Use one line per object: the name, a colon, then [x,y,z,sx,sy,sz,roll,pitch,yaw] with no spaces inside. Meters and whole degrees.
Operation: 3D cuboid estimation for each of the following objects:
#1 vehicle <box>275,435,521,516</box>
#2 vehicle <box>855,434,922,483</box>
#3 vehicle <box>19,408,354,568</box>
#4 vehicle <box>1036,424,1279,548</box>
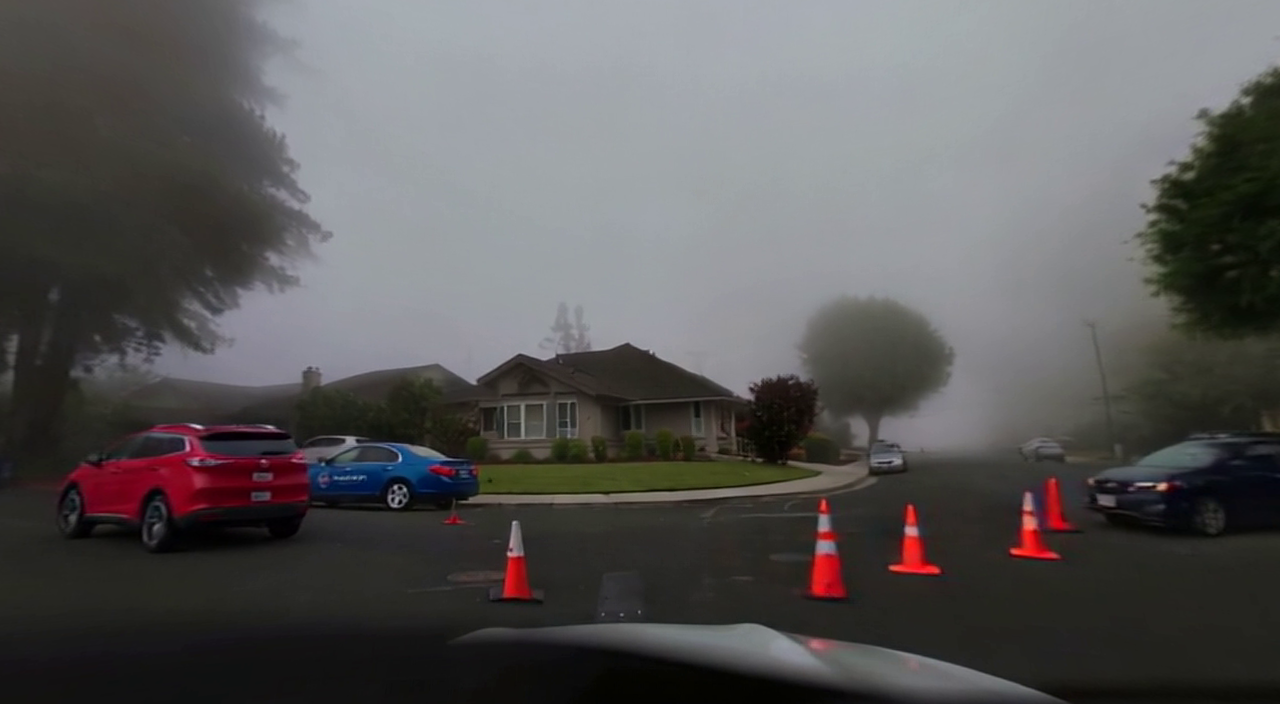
vehicle: [-5.338,2.651,14.036,4.710,1.515,2.400,-4,-9,24]
vehicle: [9.923,4.178,25.041,2.014,1.742,4.297,-4,-9,26]
vehicle: [-6.494,1.800,9.070,4.094,1.748,2.350,-5,-10,31]
vehicle: [9.039,1.910,9.616,4.656,1.577,2.099,0,-8,-6]
